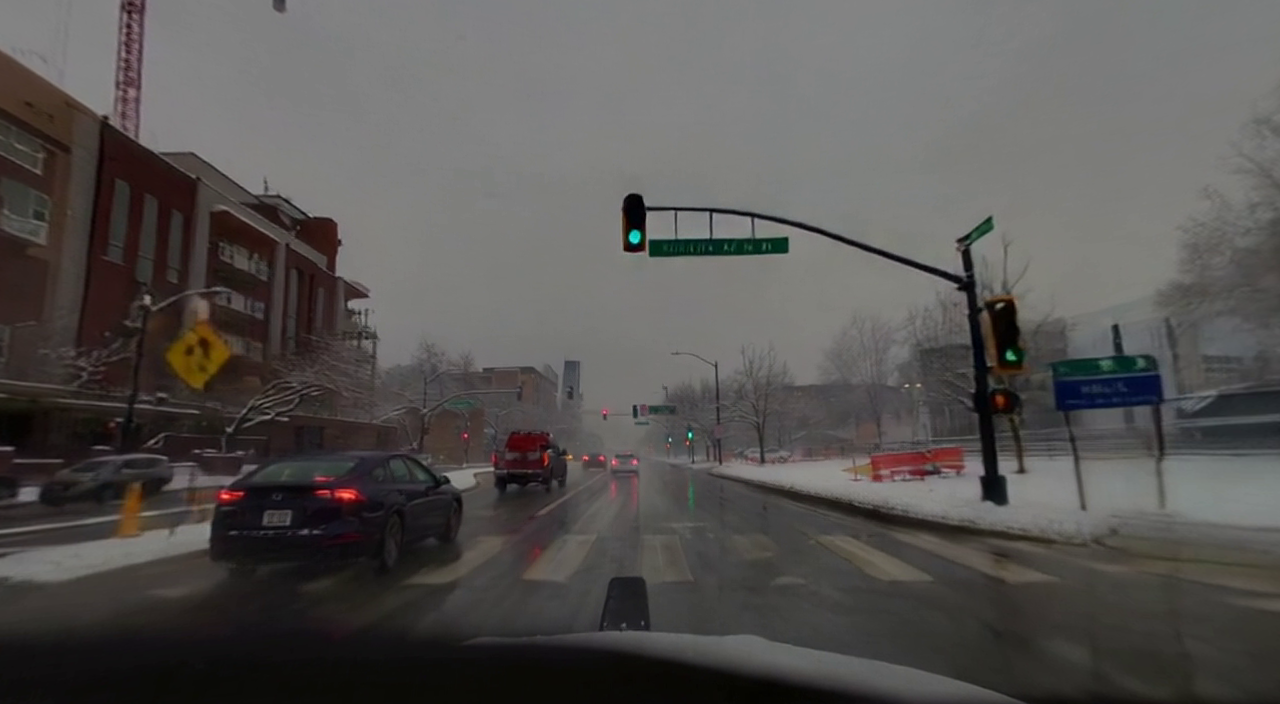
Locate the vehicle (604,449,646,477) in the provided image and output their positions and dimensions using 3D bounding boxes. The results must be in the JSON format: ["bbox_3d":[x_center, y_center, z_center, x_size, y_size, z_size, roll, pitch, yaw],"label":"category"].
[{"bbox_3d":[-0.811,6.132,35.017,2.171,1.422,4.146,0,-9,-1],"label":"vehicle"}]

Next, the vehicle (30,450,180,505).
[{"bbox_3d":[-19.618,4.557,23.414,1.892,1.705,4.321,-1,-8,-3],"label":"vehicle"}]

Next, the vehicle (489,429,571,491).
[{"bbox_3d":[-3.961,3.981,23.598,2.240,2.054,4.662,0,-9,0],"label":"vehicle"}]

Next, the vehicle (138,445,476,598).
[{"bbox_3d":[-3.709,1.925,8.214,1.959,1.406,4.527,0,-9,0],"label":"vehicle"}]
